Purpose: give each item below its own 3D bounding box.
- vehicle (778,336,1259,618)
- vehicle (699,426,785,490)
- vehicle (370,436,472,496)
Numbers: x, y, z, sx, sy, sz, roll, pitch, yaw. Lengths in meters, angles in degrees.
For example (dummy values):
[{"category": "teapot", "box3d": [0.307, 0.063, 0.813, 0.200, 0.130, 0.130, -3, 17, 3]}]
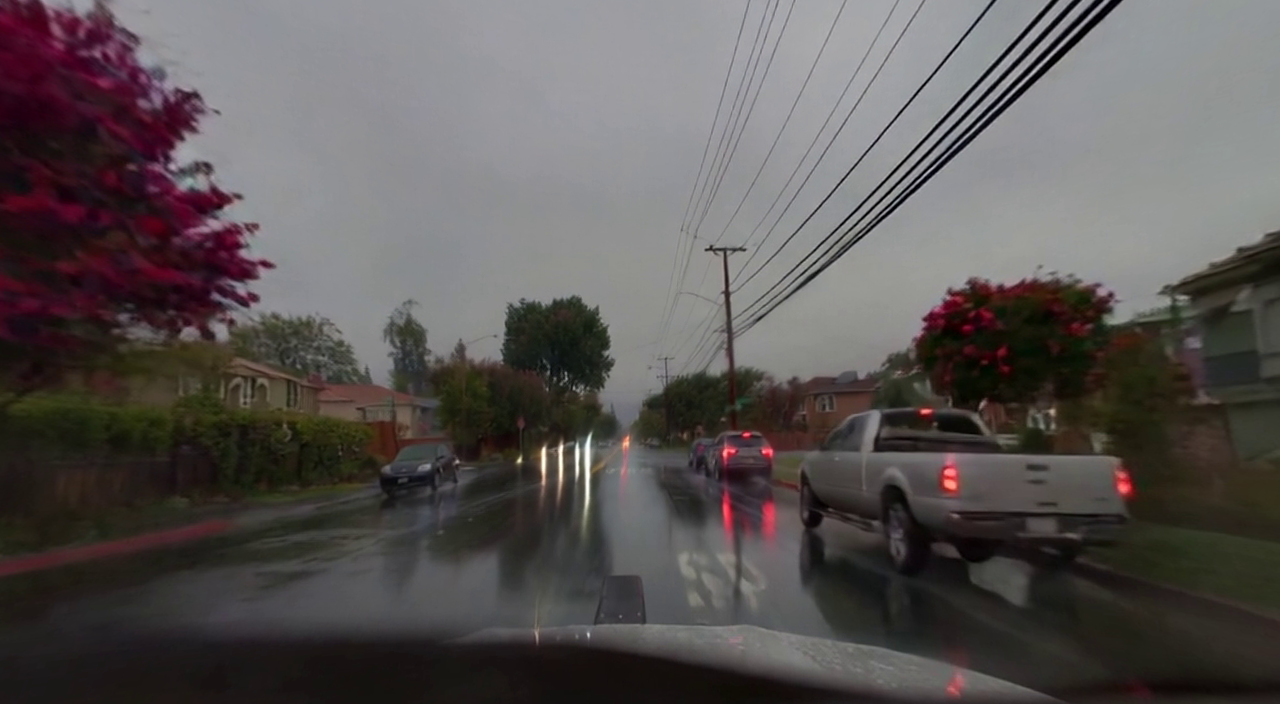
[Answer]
[{"category": "vehicle", "box3d": [3.394, 1.317, 7.558, 2.111, 2.054, 5.748, 0, -8, -1]}, {"category": "vehicle", "box3d": [3.124, 3.348, 20.235, 1.993, 1.778, 4.311, 0, -8, 0]}, {"category": "vehicle", "box3d": [-7.371, 3.940, 21.737, 1.980, 1.664, 4.342, -5, -11, 0]}]
